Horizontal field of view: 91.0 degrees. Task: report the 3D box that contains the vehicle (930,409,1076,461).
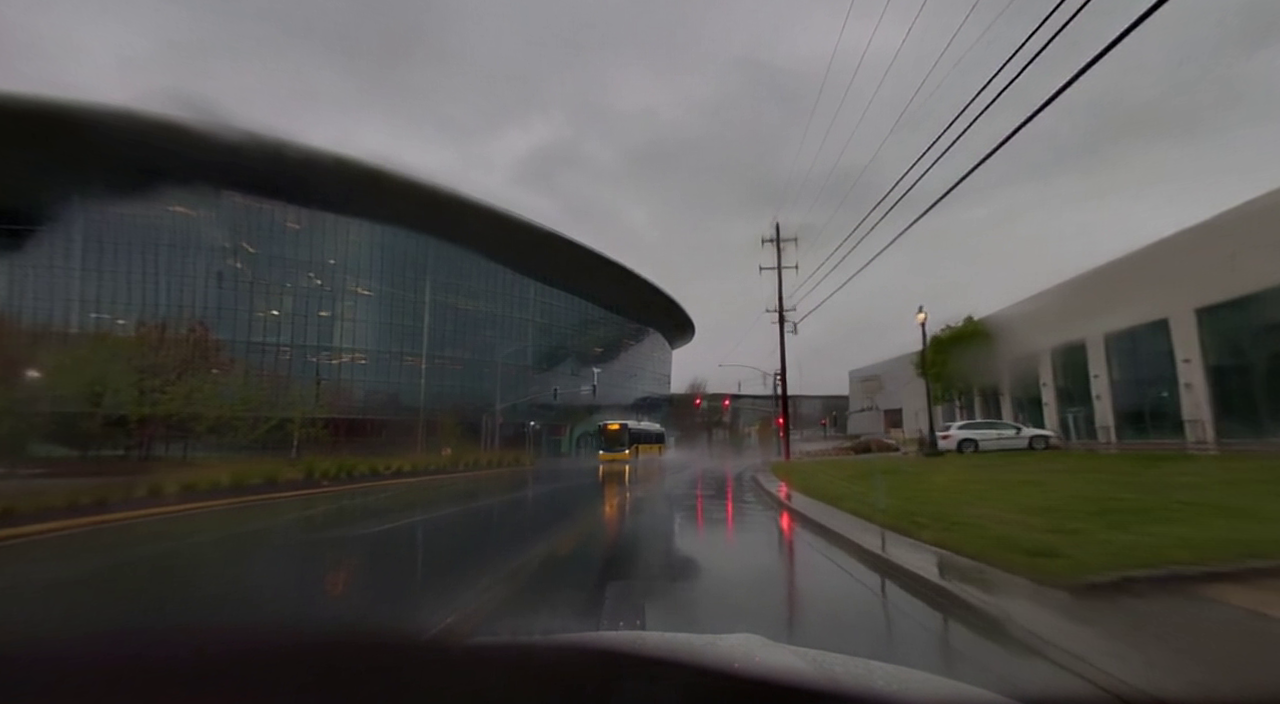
[{"bbox_3d":[15.110,3.533,26.512,4.647,1.951,2.304,-3,-9,8],"label":"vehicle"}]
